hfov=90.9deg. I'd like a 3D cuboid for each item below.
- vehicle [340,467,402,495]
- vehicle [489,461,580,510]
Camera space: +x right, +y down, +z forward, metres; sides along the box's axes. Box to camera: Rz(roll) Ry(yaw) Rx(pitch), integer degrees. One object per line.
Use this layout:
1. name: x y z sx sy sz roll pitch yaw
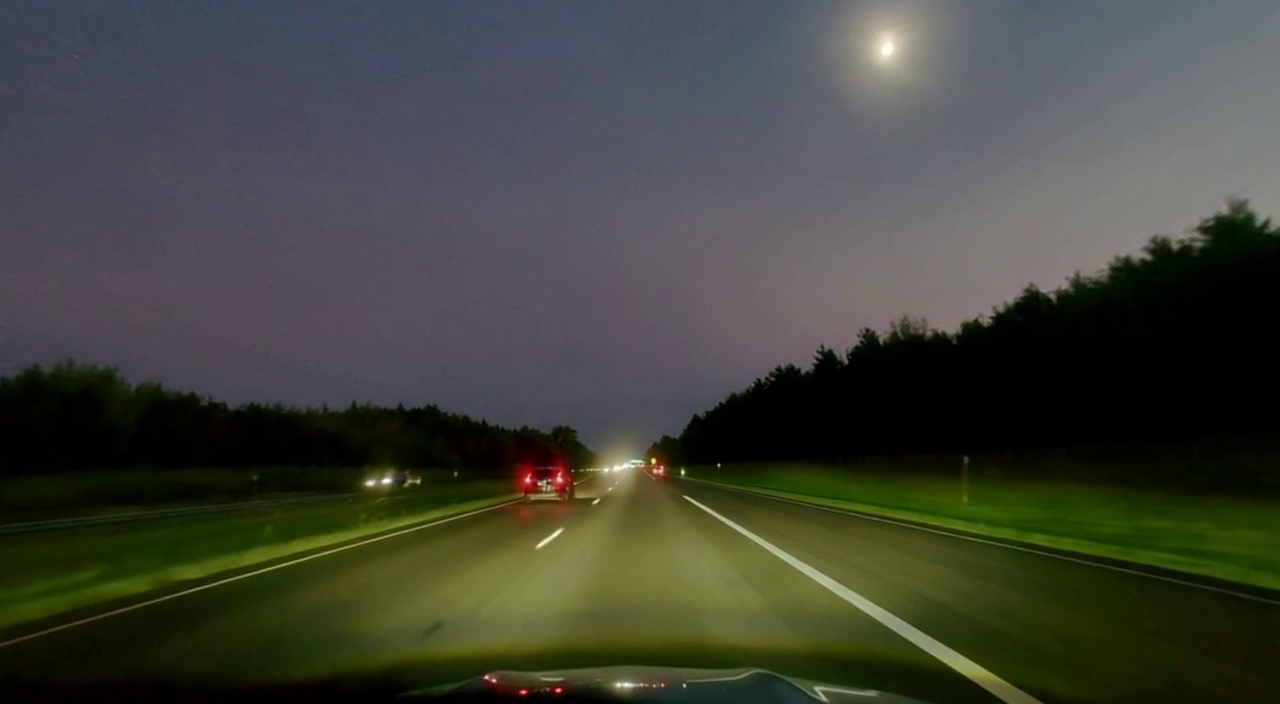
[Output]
1. vehicle: -17.101 8.214 40.255 1.880 1.616 4.522 0 -10 1
2. vehicle: -3.418 4.466 21.414 2.183 1.435 4.653 0 -10 1
